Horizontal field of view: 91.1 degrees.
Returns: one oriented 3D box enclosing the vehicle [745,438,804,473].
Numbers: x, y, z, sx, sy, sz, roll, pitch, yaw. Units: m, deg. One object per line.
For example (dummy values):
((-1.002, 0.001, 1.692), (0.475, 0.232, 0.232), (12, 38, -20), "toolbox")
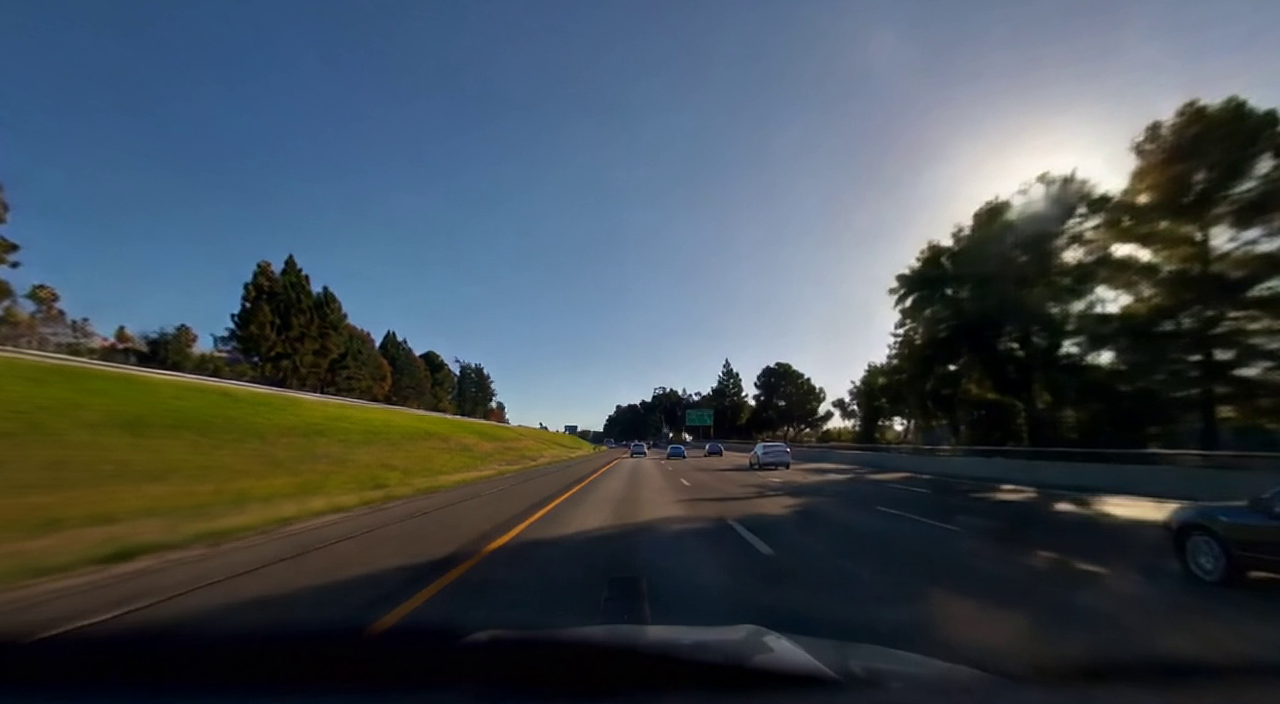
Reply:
((7.011, 5.420, 33.228), (2.048, 1.697, 4.689), (0, -8, -1), "vehicle")
